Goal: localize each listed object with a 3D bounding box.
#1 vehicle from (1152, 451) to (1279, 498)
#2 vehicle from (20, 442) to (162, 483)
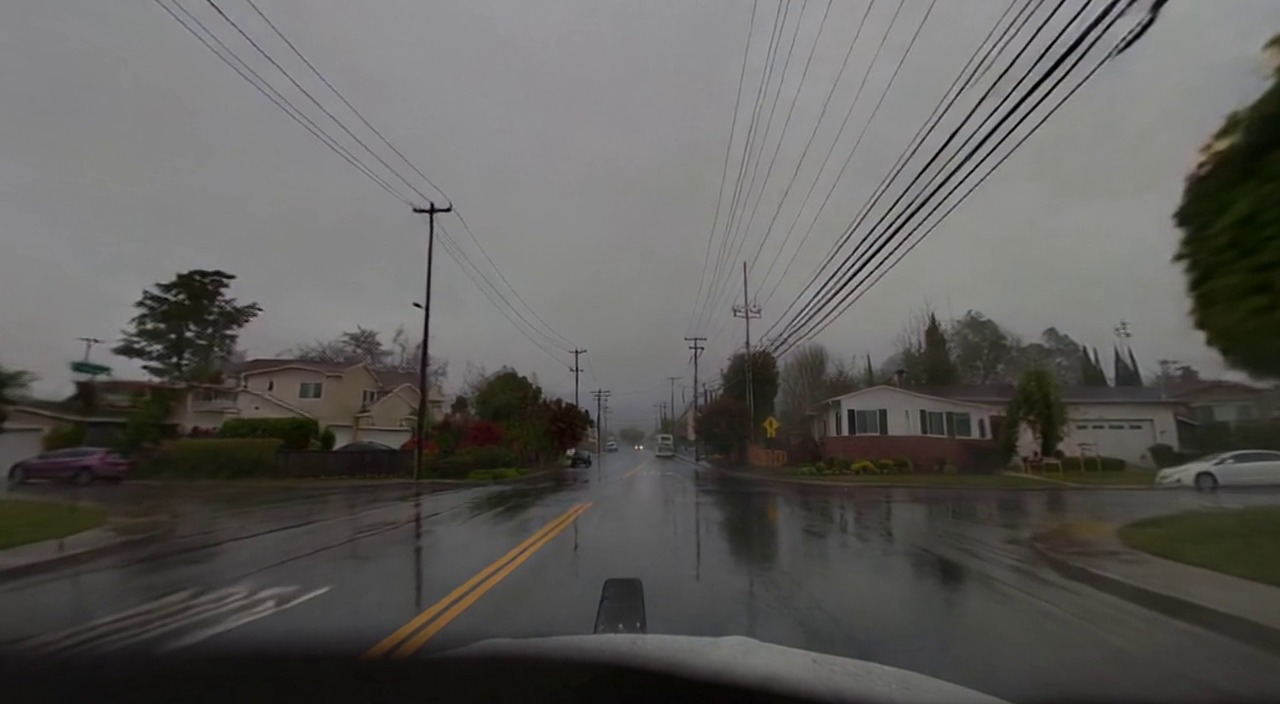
[{"bbox_3d":[20.962,4.233,22.033,4.322,1.499,1.927,-1,-9,7],"label":"vehicle"},{"bbox_3d":[-22.340,4.482,25.846,3.918,1.577,1.972,0,-8,-1],"label":"vehicle"}]
